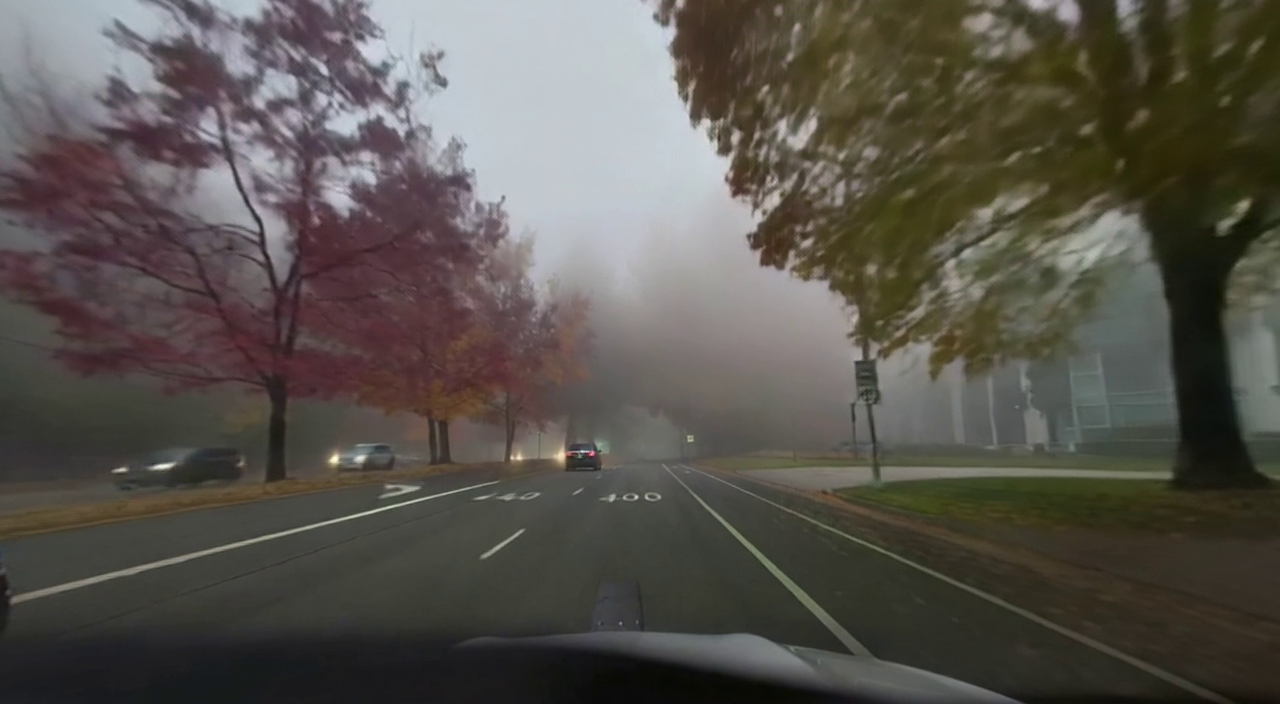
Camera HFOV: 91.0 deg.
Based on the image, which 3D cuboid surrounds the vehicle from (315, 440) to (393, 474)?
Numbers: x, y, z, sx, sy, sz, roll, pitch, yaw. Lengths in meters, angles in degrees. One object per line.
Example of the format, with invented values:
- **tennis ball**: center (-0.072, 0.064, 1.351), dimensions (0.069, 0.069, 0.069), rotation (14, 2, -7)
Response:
- **vehicle**: center (-17.782, 6.555, 39.528), dimensions (2.285, 1.919, 5.335), rotation (0, -9, 1)

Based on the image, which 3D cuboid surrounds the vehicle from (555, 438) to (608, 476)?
- **vehicle**: center (-2.897, 5.349, 32.167), dimensions (2.112, 1.779, 4.489), rotation (0, -9, 2)

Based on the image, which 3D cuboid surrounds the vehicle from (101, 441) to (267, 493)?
- **vehicle**: center (-14.683, 3.718, 20.695), dimensions (1.893, 1.491, 4.711), rotation (0, -9, 0)
